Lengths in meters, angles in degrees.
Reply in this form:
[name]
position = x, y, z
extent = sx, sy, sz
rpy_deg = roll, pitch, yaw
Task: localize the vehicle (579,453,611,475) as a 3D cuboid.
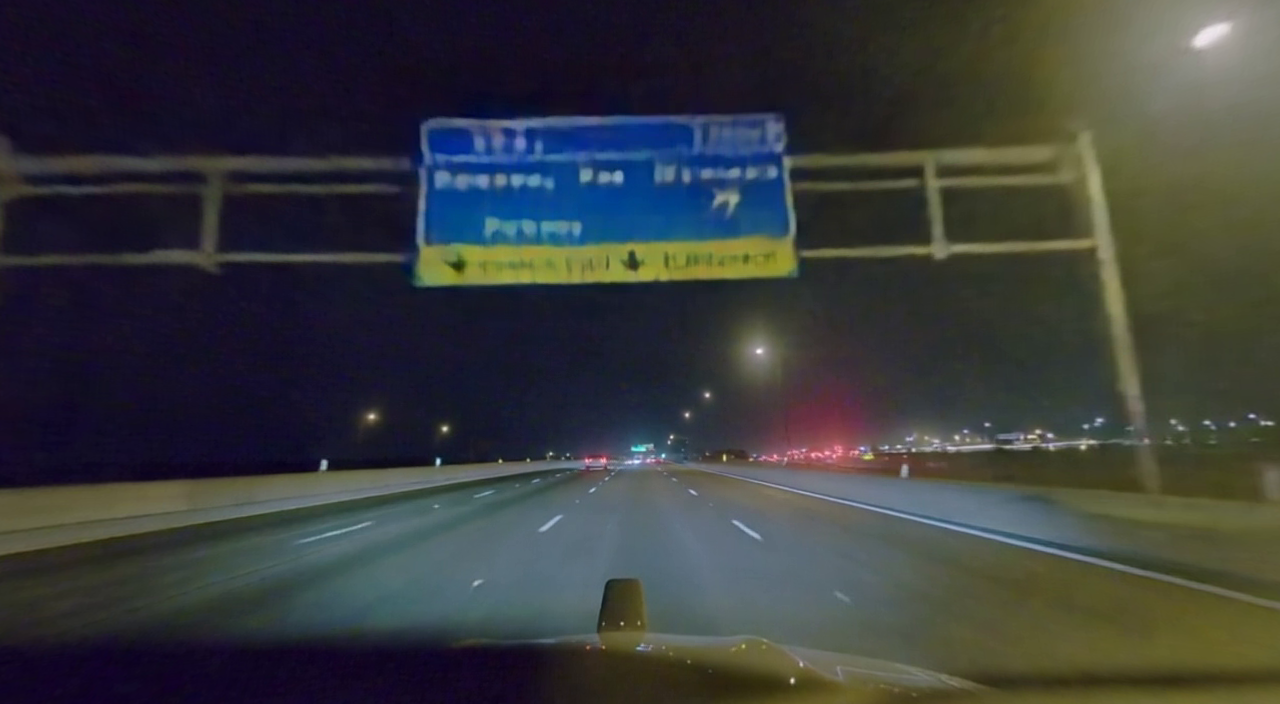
[vehicle]
position = -3.241, 8.214, 46.233
extent = 2.041, 1.512, 3.996
rpy_deg = 0, -9, 1
